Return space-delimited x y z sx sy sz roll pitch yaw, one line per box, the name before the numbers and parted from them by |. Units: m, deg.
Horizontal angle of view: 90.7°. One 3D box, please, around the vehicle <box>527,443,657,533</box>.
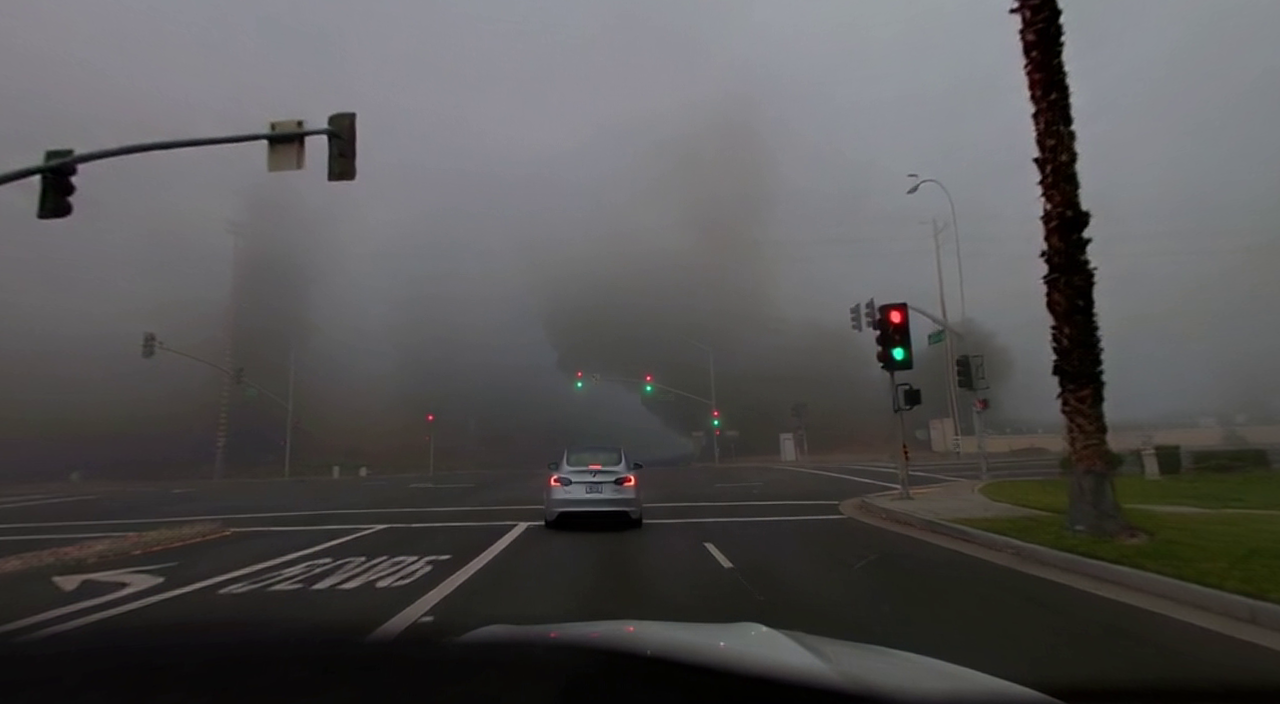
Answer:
vehicle | -0.857 2.593 12.737 2.152 1.478 4.229 0 -9 -2
